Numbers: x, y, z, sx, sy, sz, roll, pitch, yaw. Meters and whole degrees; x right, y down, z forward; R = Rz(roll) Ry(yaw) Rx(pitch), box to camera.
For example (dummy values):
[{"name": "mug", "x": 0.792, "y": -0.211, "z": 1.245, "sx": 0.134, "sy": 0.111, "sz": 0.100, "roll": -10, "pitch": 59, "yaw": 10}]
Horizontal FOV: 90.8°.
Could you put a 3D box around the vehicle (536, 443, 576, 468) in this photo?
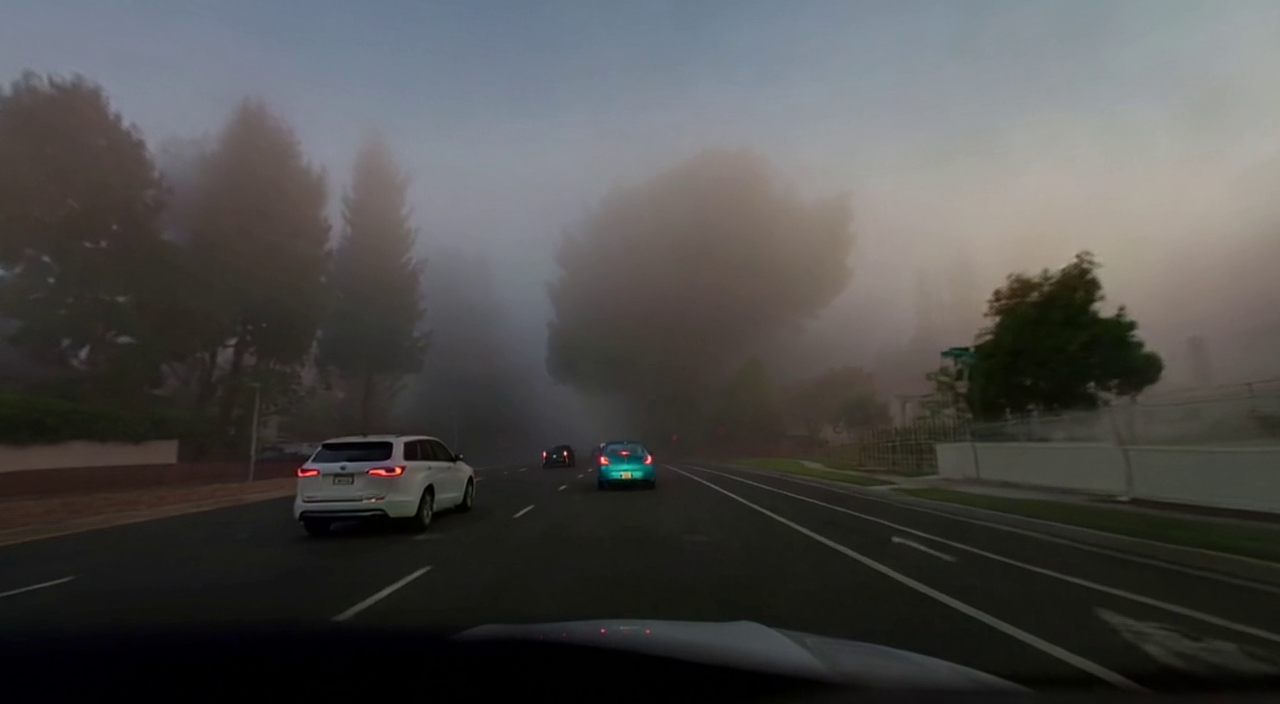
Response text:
[{"name": "vehicle", "x": -5.141, "y": 6.389, "z": 39.229, "sx": 2.014, "sy": 1.493, "sz": 4.658, "roll": 0, "pitch": -8, "yaw": -2}]

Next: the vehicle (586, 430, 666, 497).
[{"name": "vehicle", "x": -0.415, "y": 3.272, "z": 18.901, "sx": 2.131, "sy": 1.761, "sz": 4.242, "roll": 0, "pitch": -8, "yaw": -1}]

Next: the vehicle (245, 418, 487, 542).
[{"name": "vehicle", "x": -4.418, "y": 2.142, "z": 11.256, "sx": 2.243, "sy": 1.722, "sz": 4.621, "roll": 0, "pitch": -8, "yaw": 0}]
